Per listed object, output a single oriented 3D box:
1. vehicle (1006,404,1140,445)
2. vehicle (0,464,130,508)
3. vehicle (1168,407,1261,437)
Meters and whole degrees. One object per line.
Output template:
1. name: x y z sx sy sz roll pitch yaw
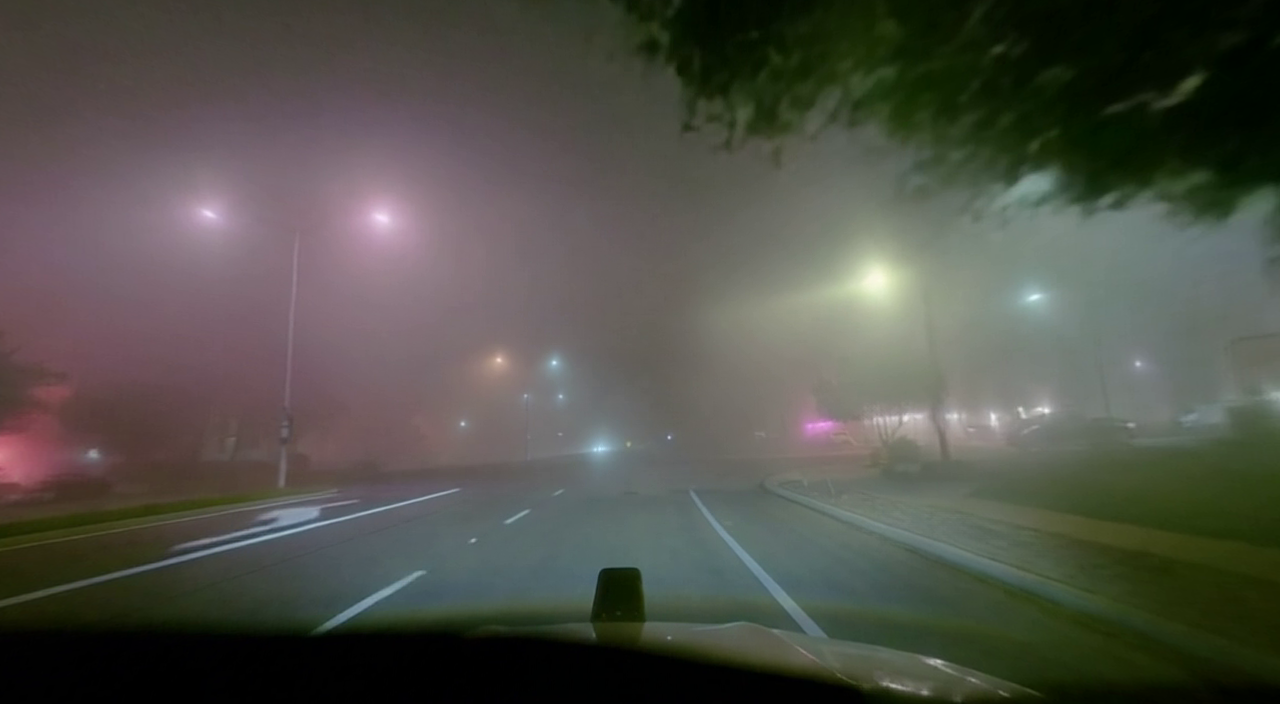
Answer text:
1. vehicle: 22.256 3.734 32.644 5.135 1.964 2.402 0 -7 0
2. vehicle: -26.506 6.108 29.169 1.931 1.673 4.623 -1 -8 2
3. vehicle: 39.693 4.837 43.694 4.307 1.649 2.142 -4 -9 -4
